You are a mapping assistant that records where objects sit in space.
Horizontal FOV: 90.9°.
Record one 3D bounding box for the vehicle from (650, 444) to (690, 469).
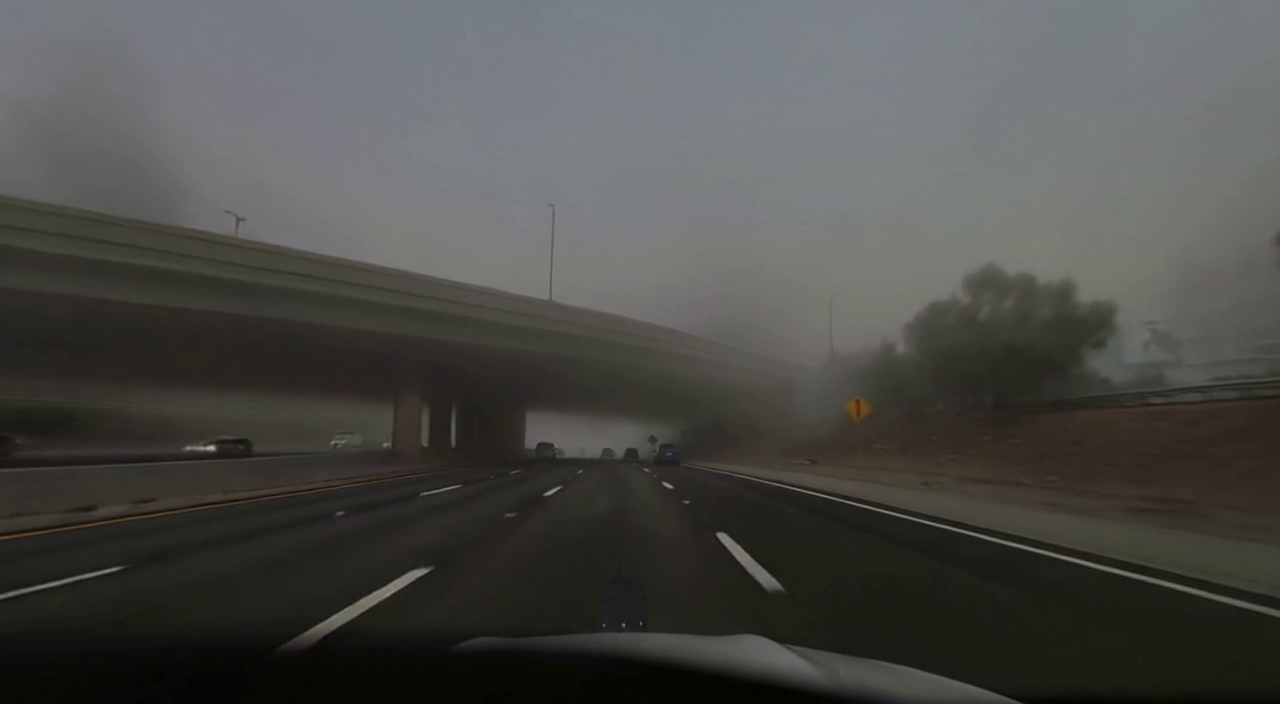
[{"bbox_3d":[1.851,6.689,40.586,2.059,1.509,4.670,0,-8,-4],"label":"vehicle"}]
